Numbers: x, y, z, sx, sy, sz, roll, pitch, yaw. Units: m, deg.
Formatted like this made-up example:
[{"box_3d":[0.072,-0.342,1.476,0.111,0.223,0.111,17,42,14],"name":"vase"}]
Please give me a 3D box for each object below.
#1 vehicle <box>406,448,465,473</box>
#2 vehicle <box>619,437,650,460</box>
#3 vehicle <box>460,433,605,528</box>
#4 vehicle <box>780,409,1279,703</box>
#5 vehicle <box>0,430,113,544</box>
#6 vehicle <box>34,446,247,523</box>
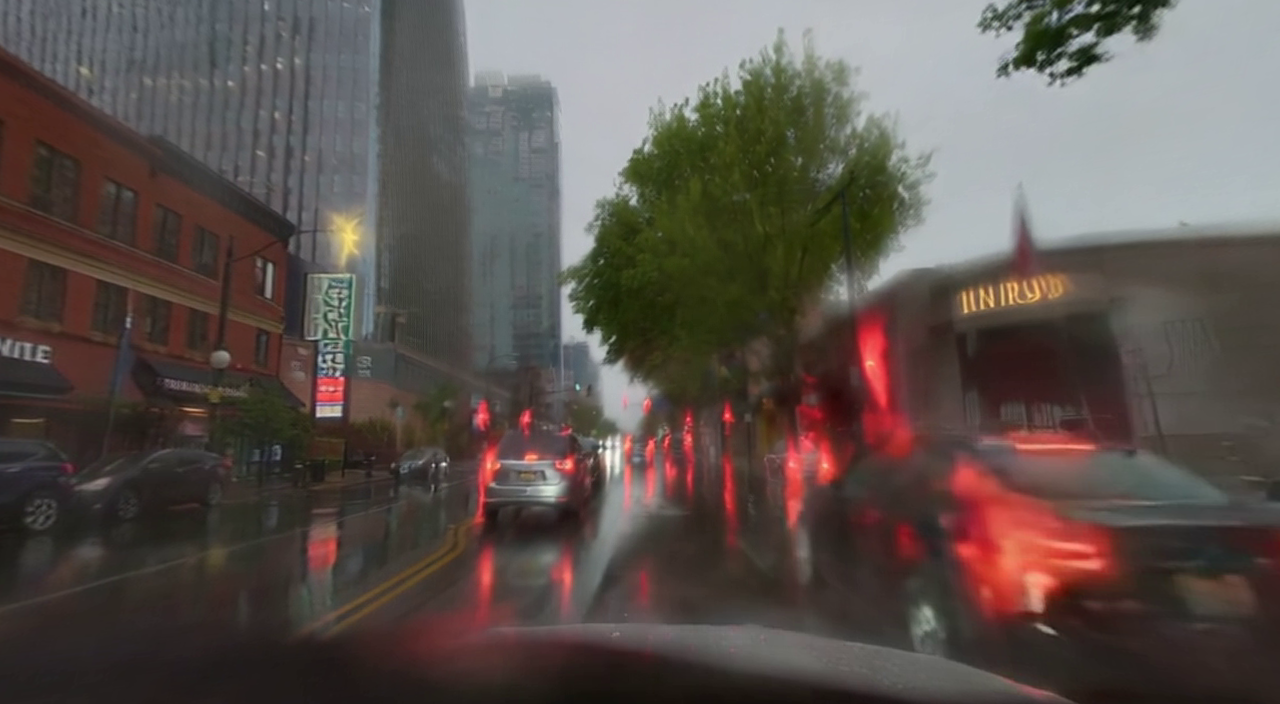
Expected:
[{"box_3d":[-12.896,6.834,40.032,2.075,1.472,4.638,0,-8,1],"name":"vehicle"},{"box_3d":[-0.406,6.812,44.357,2.102,1.521,4.078,0,-8,-1],"name":"vehicle"},{"box_3d":[-1.915,2.304,11.961,2.169,1.427,4.531,1,-9,-7],"name":"vehicle"},{"box_3d":[2.598,1.266,4.450,2.150,1.464,4.467,0,-8,-1],"name":"vehicle"},{"box_3d":[-12.755,2.335,10.702,2.384,2.044,6.030,0,-8,0],"name":"vehicle"},{"box_3d":[-12.823,3.373,16.685,2.000,1.708,4.494,0,-8,-1],"name":"vehicle"}]
